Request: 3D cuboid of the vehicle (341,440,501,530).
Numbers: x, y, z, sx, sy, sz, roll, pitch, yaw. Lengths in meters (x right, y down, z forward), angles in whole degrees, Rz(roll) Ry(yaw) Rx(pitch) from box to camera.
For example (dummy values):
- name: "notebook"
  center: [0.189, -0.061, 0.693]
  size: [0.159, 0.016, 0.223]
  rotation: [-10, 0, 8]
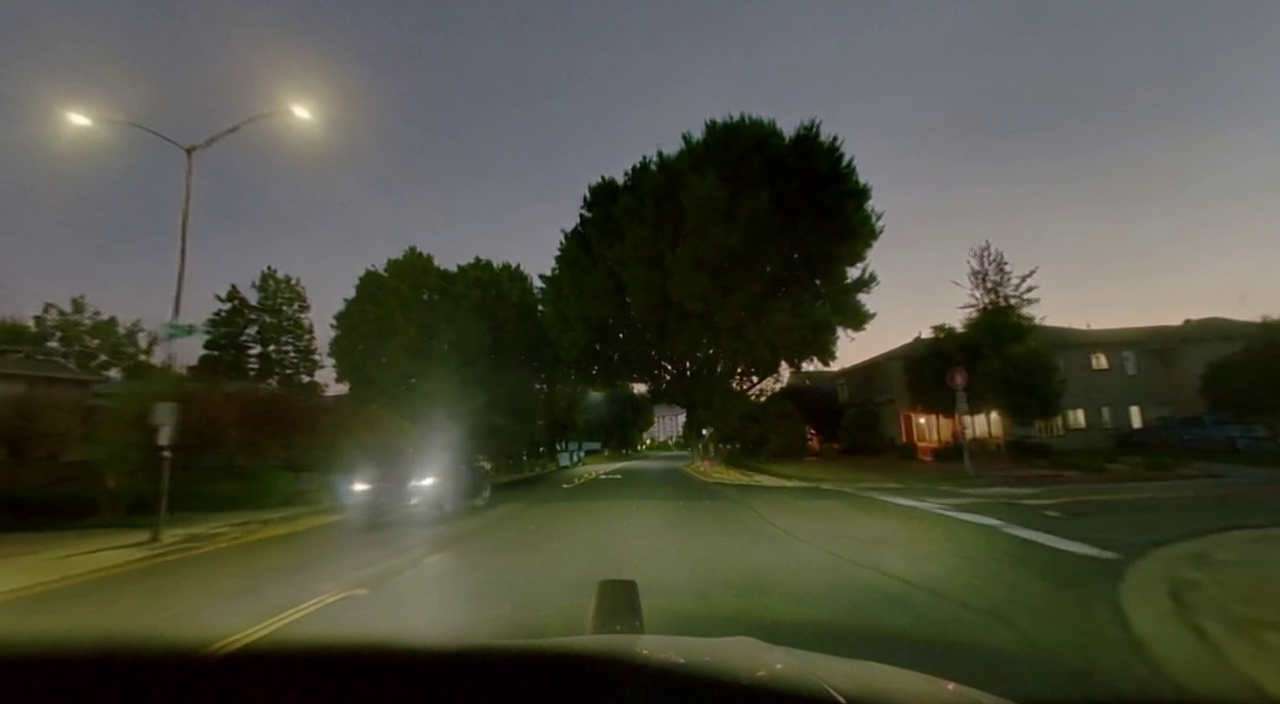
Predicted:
- name: "vehicle"
  center: [-4.615, 2.839, 14.098]
  size: [2.025, 1.660, 4.151]
  rotation: [-1, -9, 1]

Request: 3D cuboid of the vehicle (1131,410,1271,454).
- name: "vehicle"
  center: [22.844, 3.342, 26.000]
  size: [1.875, 1.609, 4.322]
  rotation: [-1, -9, 3]
